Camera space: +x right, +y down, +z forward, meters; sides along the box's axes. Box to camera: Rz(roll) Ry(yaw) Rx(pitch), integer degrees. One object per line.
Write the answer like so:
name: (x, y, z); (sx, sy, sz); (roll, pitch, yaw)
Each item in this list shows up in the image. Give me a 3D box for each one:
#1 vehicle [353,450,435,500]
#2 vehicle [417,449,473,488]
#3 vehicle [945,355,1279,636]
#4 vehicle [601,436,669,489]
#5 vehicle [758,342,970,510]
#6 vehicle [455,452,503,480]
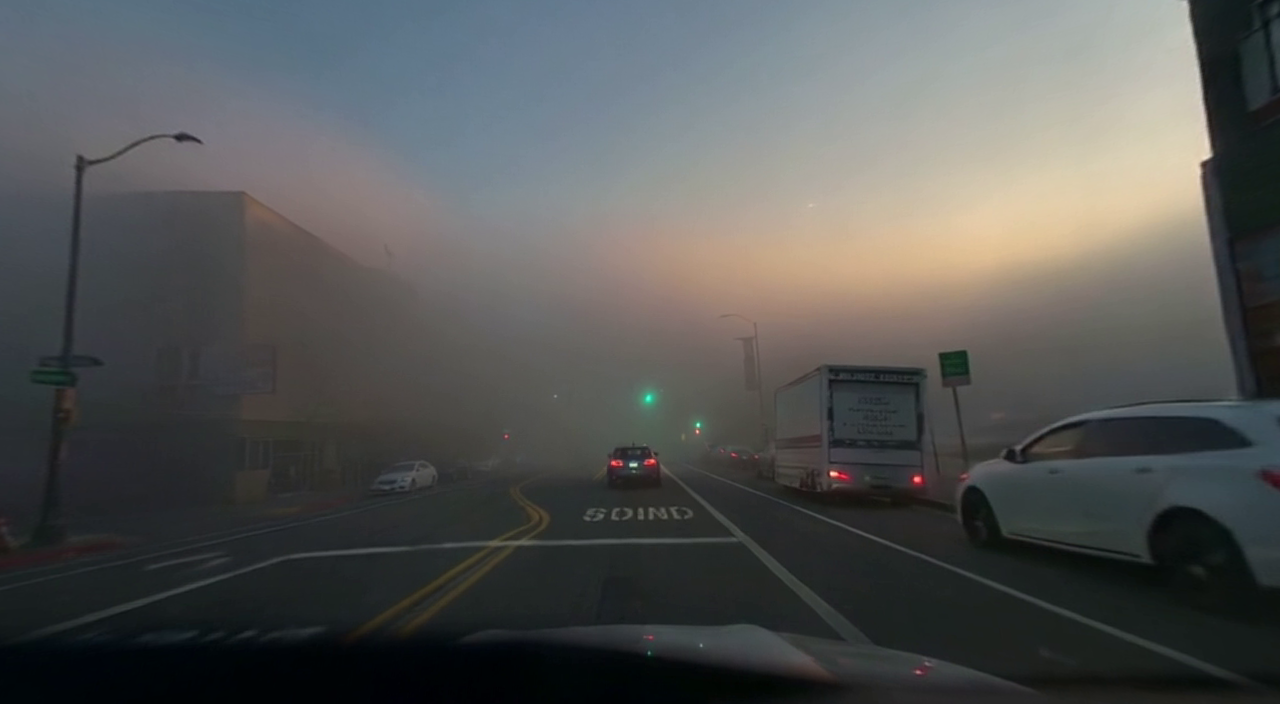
vehicle: (-11.303, 5.644, 29.410); (2.055, 1.685, 4.370); (-6, -6, -1)
vehicle: (-11.420, 6.813, 37.348); (1.872, 1.731, 4.656); (-4, -6, -2)
vehicle: (5.587, 1.235, 6.043); (2.367, 1.917, 5.810); (0, -8, -1)
vehicle: (-0.171, 3.715, 21.578); (2.086, 1.575, 4.205); (0, -8, 0)
vehicle: (5.424, 2.081, 17.130); (2.893, 3.553, 7.295); (0, -8, -1)
vehicle: (-11.135, 7.882, 43.947); (1.920, 1.498, 4.591); (-5, -6, 2)
